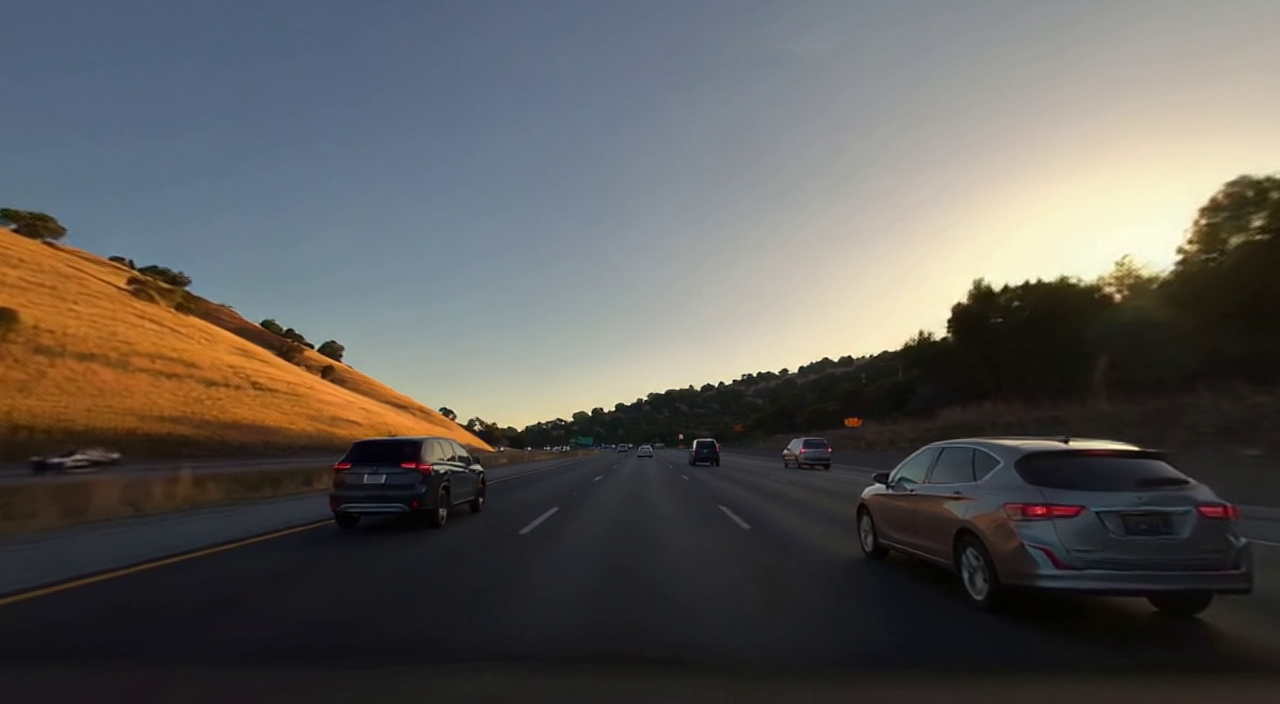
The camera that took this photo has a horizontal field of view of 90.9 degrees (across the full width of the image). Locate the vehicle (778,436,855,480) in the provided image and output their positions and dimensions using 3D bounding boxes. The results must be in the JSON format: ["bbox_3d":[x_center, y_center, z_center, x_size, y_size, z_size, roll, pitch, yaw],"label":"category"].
[{"bbox_3d":[7.426,4.489,27.048,1.998,1.717,4.338,0,-8,-1],"label":"vehicle"}]

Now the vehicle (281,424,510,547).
[{"bbox_3d":[-3.848,2.180,10.981,2.166,1.672,4.388,-1,-8,1],"label":"vehicle"}]

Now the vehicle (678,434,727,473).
[{"bbox_3d":[3.313,5.519,34.532,2.121,1.925,5.056,0,-8,0],"label":"vehicle"}]

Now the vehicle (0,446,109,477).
[{"bbox_3d":[-31.661,5.868,34.104,1.782,1.492,4.648,-1,-8,1],"label":"vehicle"}]

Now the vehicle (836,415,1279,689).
[{"bbox_3d":[3.418,1.411,5.665,1.941,1.481,4.300,0,-8,0],"label":"vehicle"}]
